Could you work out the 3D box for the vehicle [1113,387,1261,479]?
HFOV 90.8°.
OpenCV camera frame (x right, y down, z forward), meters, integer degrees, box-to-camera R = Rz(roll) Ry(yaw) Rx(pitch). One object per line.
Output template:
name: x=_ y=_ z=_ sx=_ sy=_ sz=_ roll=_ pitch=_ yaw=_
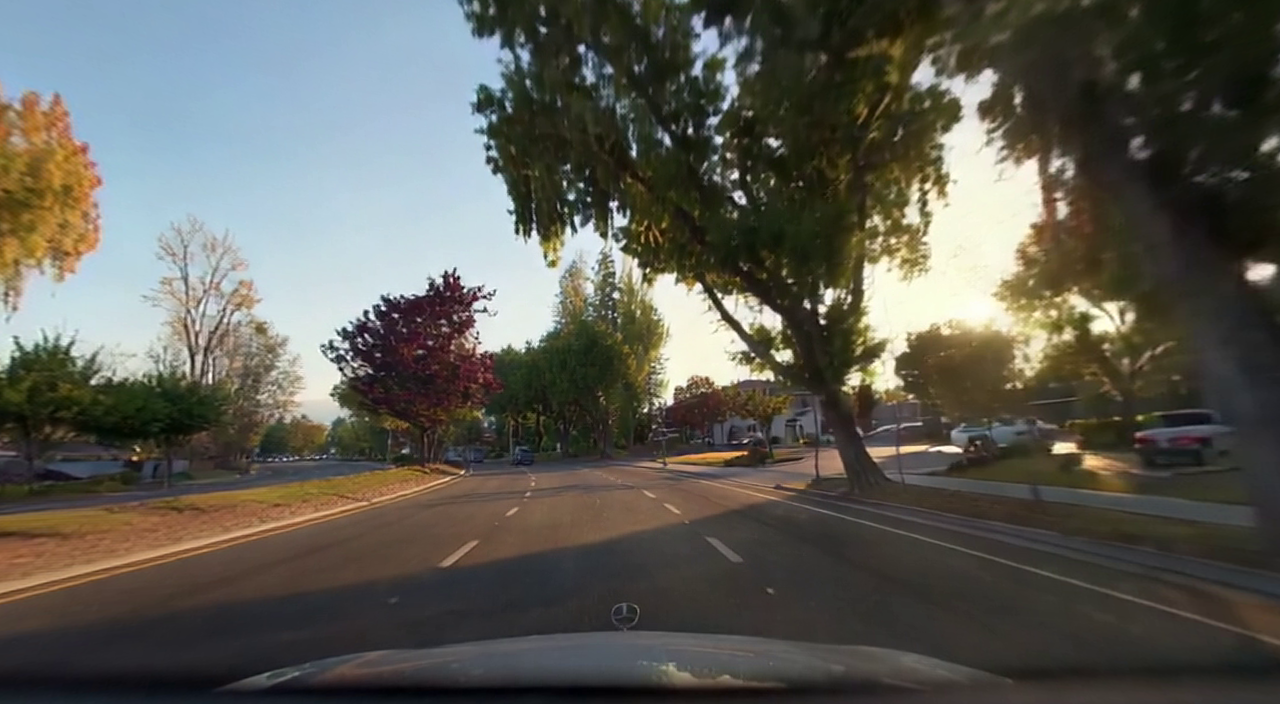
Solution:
vehicle: x=13.351 y=2.037 z=15.298 sx=2.110 sy=1.863 sz=4.977 roll=-11 pitch=-14 yaw=44
